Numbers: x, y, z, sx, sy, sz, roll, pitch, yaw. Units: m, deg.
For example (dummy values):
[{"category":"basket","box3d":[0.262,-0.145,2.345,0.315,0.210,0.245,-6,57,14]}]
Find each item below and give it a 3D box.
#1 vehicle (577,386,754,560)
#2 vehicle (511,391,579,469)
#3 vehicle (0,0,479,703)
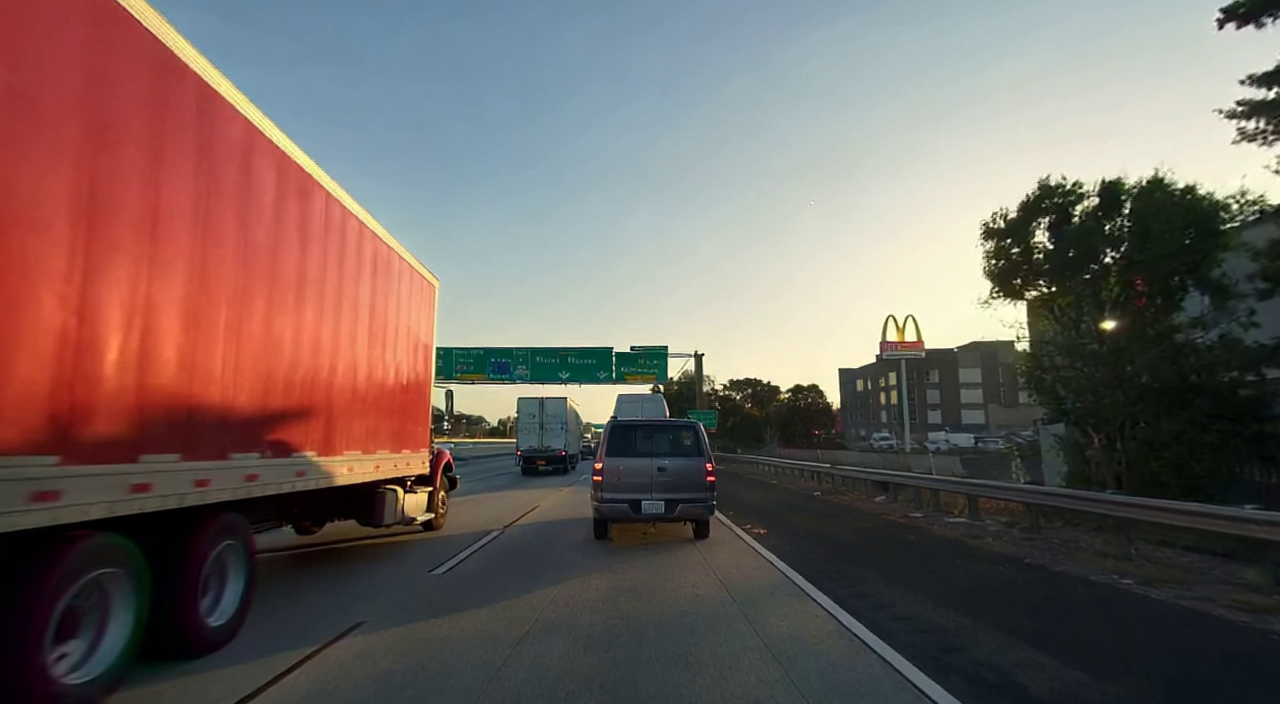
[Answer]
[{"category":"vehicle","box3d":[0.178,1.645,9.082,1.947,1.910,4.040,0,-9,-3]},{"category":"vehicle","box3d":[-4.837,4.322,33.976,2.617,3.604,9.499,0,-9,-3]},{"category":"vehicle","box3d":[-3.955,0.383,5.775,2.814,3.513,8.529,0,-9,-1]}]
